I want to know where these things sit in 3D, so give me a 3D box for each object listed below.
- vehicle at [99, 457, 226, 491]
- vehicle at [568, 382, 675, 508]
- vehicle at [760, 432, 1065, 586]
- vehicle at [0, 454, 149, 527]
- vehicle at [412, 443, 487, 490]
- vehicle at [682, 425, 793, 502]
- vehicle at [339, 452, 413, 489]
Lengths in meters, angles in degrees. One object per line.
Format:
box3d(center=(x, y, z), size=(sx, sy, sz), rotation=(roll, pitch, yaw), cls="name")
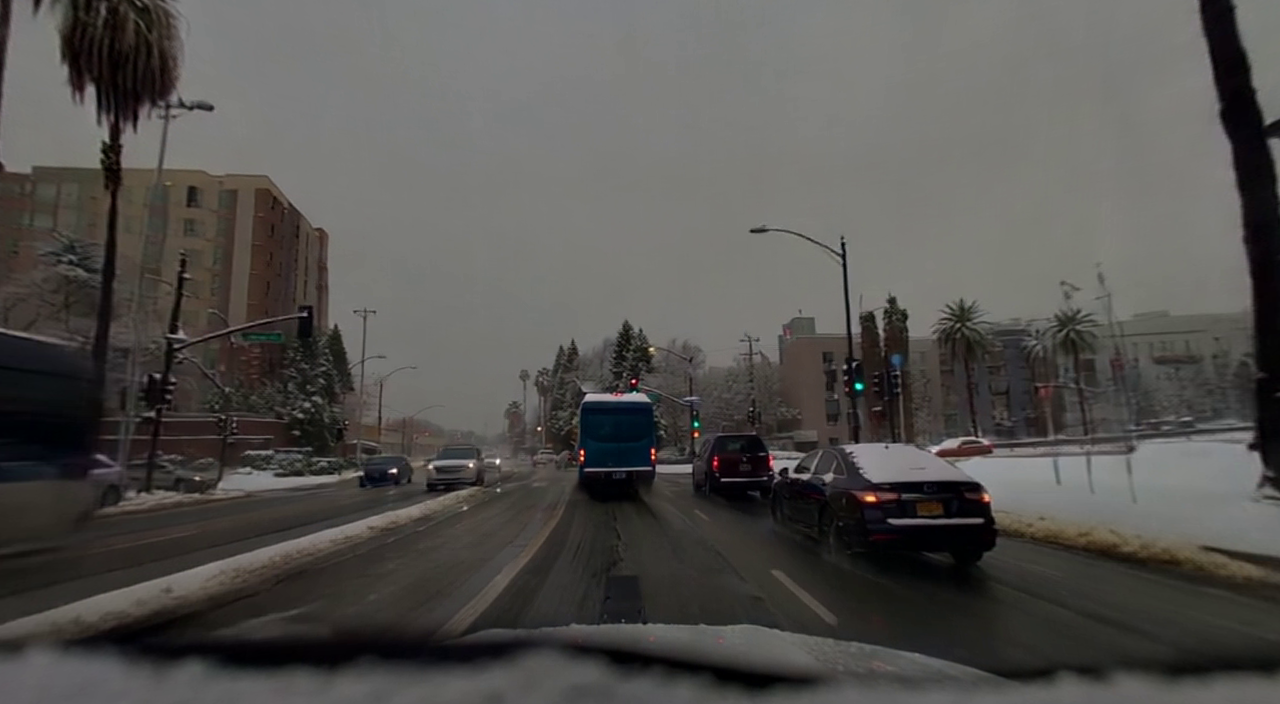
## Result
box3d(center=(-23.149, 5.914, 30.562), size=(4.585, 1.533, 1.996), rotation=(0, -9, 3), cls="vehicle")
box3d(center=(-0.719, 2.651, 17.953), size=(2.517, 2.926, 6.177), rotation=(1, -9, -5), cls="vehicle")
box3d(center=(3.199, 1.930, 8.688), size=(1.978, 1.507, 4.636), rotation=(0, -9, -2), cls="vehicle")
box3d(center=(-15.434, 3.478, 16.370), size=(1.861, 1.574, 4.456), rotation=(1, -9, -5), cls="vehicle")
box3d(center=(-7.624, 4.610, 25.633), size=(2.058, 1.730, 4.466), rotation=(1, -9, -6), cls="vehicle")
box3d(center=(2.690, 3.284, 18.876), size=(2.157, 1.944, 5.423), rotation=(0, -9, -3), cls="vehicle")
box3d(center=(-12.229, 5.478, 29.374), size=(1.975, 1.503, 4.533), rotation=(1, -9, -7), cls="vehicle")
